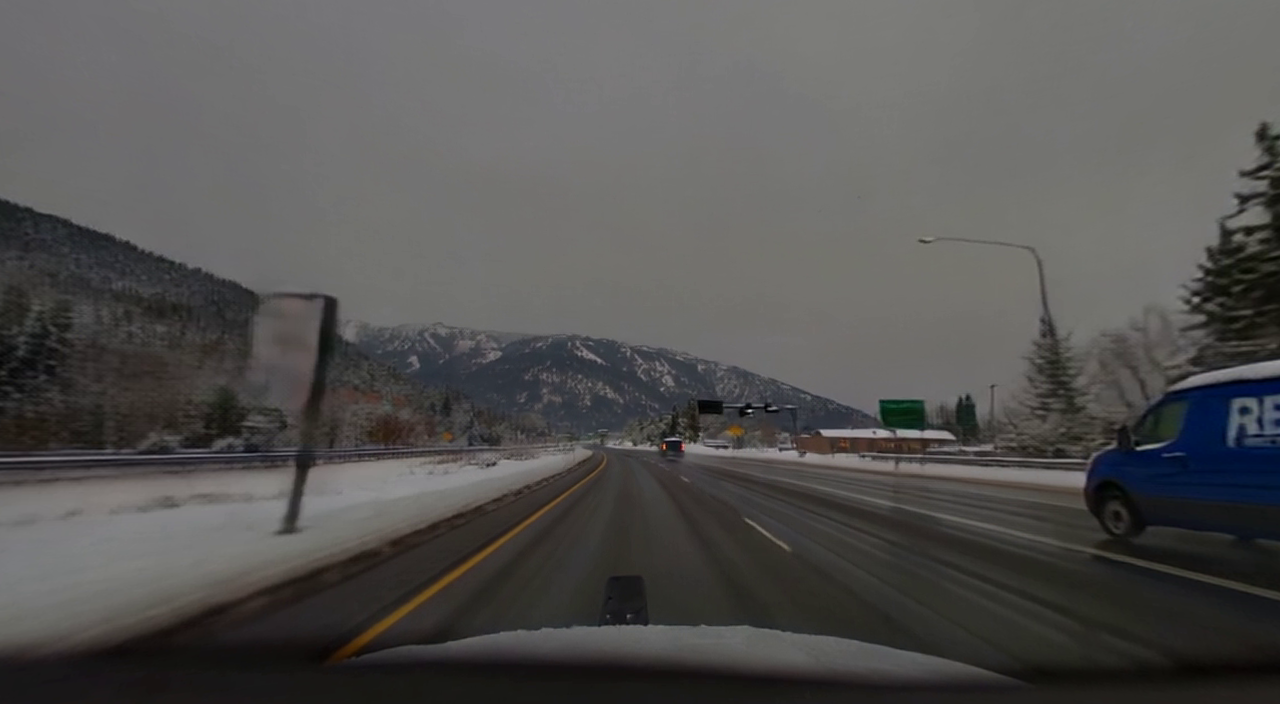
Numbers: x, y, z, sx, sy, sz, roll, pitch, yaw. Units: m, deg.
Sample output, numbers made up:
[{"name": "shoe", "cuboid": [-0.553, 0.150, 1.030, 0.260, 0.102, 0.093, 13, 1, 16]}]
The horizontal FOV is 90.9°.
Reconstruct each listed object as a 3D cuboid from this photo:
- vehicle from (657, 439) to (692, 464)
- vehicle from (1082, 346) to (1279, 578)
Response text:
[{"name": "vehicle", "cuboid": [2.640, 7.724, 49.233, 2.210, 1.815, 4.571, 1, -8, -3]}, {"name": "vehicle", "cuboid": [6.880, 0.937, 5.308, 2.275, 2.059, 5.543, 0, -8, 0]}]
